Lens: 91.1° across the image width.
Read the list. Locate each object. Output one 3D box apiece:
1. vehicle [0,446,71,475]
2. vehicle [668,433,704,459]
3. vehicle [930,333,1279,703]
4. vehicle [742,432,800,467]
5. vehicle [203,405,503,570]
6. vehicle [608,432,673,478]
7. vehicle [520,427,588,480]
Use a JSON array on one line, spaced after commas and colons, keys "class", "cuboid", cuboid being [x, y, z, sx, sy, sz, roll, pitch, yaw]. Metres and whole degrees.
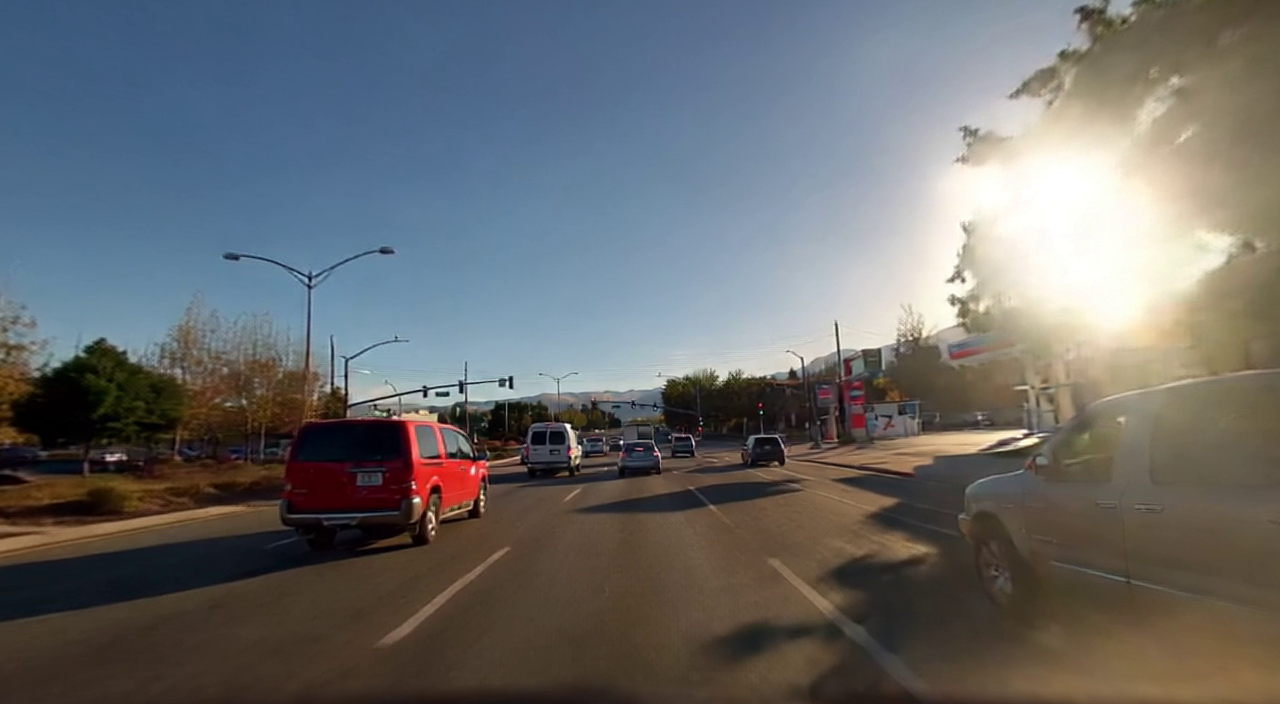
[{"class": "vehicle", "cuboid": [-47.121, 8.202, 47.610, 5.483, 2.103, 2.273, 0, -8, -2]}, {"class": "vehicle", "cuboid": [3.305, 6.947, 46.240, 2.193, 1.795, 5.130, 0, -8, -1]}, {"class": "vehicle", "cuboid": [3.723, 0.955, 3.476, 2.055, 1.786, 4.817, 0, -8, 2]}, {"class": "vehicle", "cuboid": [6.805, 5.149, 33.127, 2.119, 1.696, 4.623, 0, -8, 1]}, {"class": "vehicle", "cuboid": [-3.656, 1.837, 9.398, 2.002, 1.747, 5.173, 0, -8, 1]}, {"class": "vehicle", "cuboid": [0.015, 4.261, 26.204, 2.426, 1.703, 5.602, 0, -8, 0]}, {"class": "vehicle", "cuboid": [-3.431, 4.170, 26.039, 2.025, 1.936, 4.995, 0, -8, 1]}]
